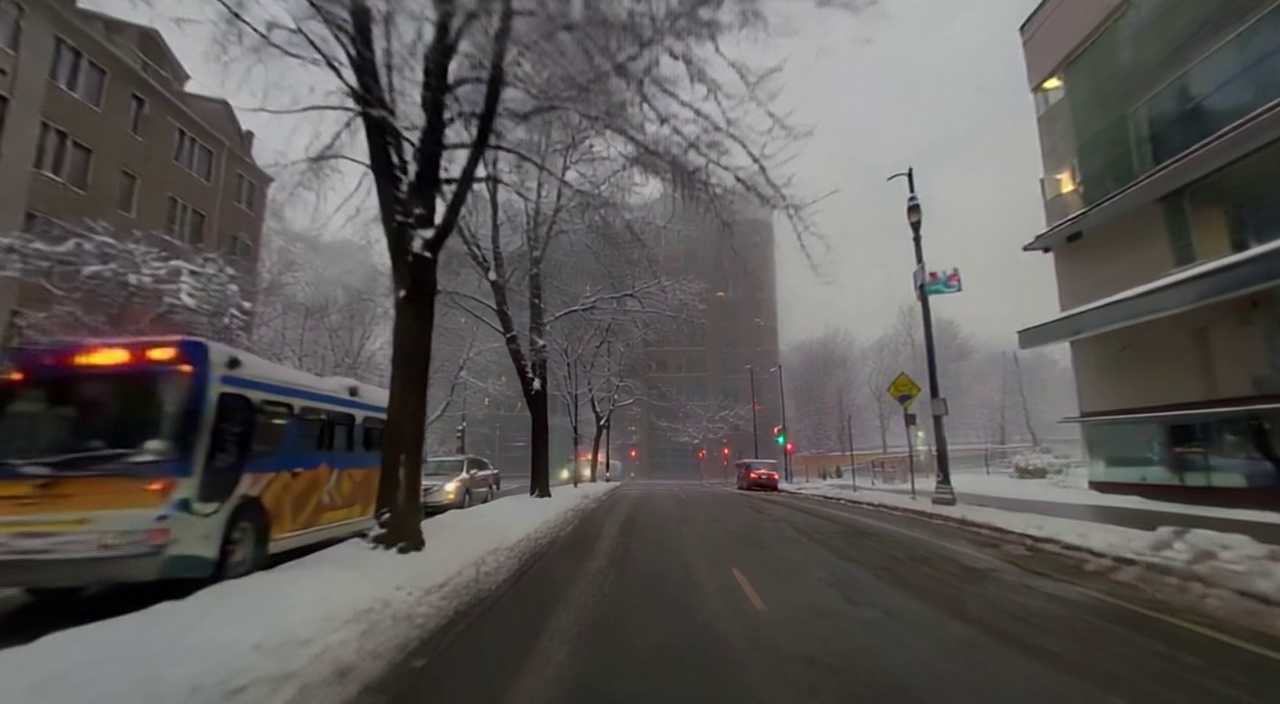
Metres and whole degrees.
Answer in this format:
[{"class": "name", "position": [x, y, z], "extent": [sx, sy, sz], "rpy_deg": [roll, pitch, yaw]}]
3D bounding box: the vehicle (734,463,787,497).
[{"class": "vehicle", "position": [6.354, 6.762, 33.748], "extent": [1.888, 1.536, 4.381], "rpy_deg": [0, -8, -1]}]

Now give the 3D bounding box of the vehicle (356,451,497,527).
[{"class": "vehicle", "position": [-4.926, 3.185, 15.250], "extent": [1.914, 1.530, 3.980], "rpy_deg": [0, -8, 1]}]

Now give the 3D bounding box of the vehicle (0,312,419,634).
[{"class": "vehicle", "position": [-5.098, 1.406, 8.237], "extent": [2.268, 2.708, 5.699], "rpy_deg": [0, -8, 1]}]
